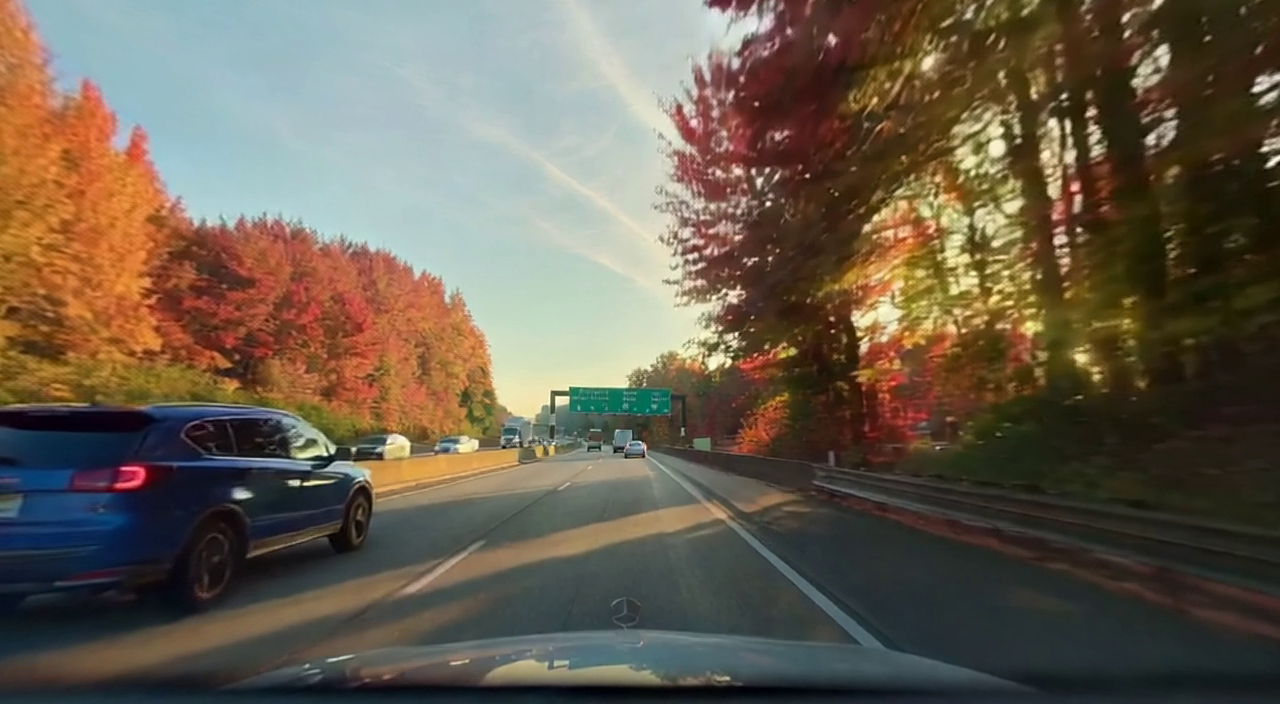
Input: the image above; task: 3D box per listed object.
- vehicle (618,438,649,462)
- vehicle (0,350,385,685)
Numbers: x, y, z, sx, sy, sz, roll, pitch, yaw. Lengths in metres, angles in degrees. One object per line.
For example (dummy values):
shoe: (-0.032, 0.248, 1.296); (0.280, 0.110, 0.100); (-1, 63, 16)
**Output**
vehicle: (-0.459, 6.452, 41.691); (1.939, 1.497, 3.863); (0, -8, -1)
vehicle: (-4.064, 1.141, 5.404); (1.924, 1.720, 4.195); (0, -8, 1)
